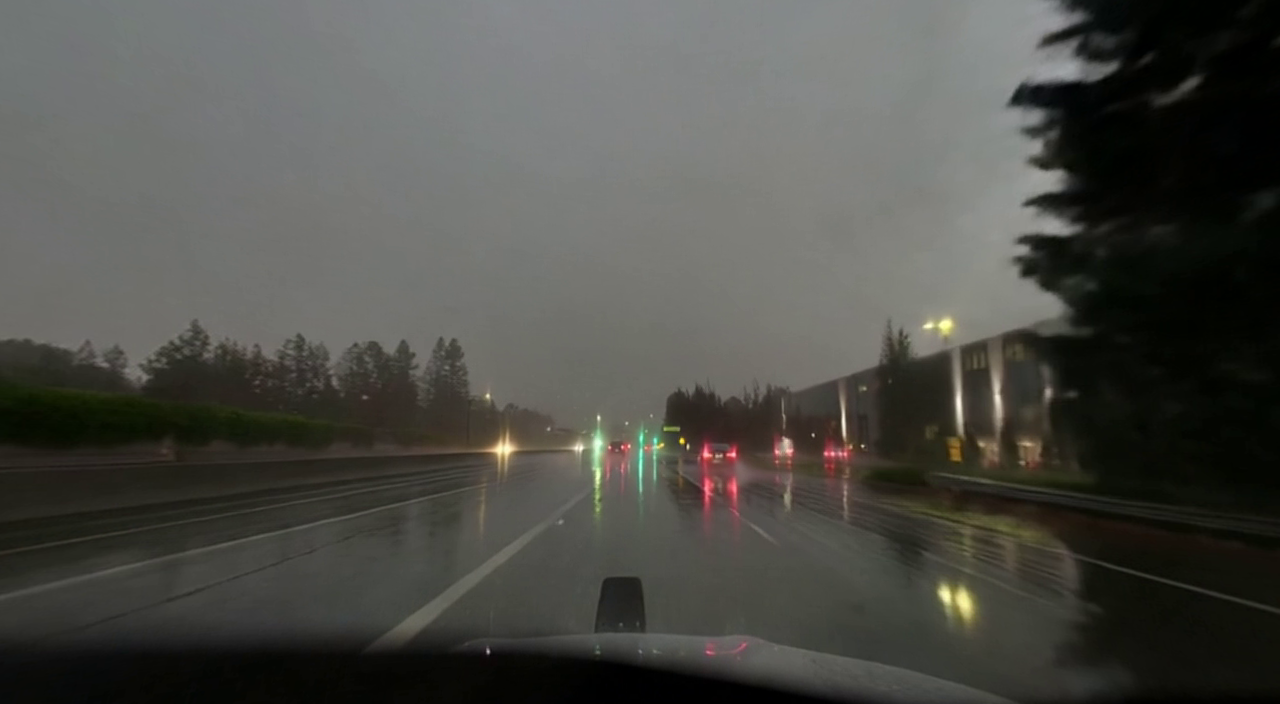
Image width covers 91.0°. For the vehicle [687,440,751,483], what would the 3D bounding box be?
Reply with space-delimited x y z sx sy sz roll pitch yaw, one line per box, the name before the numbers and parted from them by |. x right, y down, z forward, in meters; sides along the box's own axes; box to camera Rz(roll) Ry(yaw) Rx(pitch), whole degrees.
vehicle | 3.217 4.583 26.615 2.085 1.594 4.848 0 -9 0
